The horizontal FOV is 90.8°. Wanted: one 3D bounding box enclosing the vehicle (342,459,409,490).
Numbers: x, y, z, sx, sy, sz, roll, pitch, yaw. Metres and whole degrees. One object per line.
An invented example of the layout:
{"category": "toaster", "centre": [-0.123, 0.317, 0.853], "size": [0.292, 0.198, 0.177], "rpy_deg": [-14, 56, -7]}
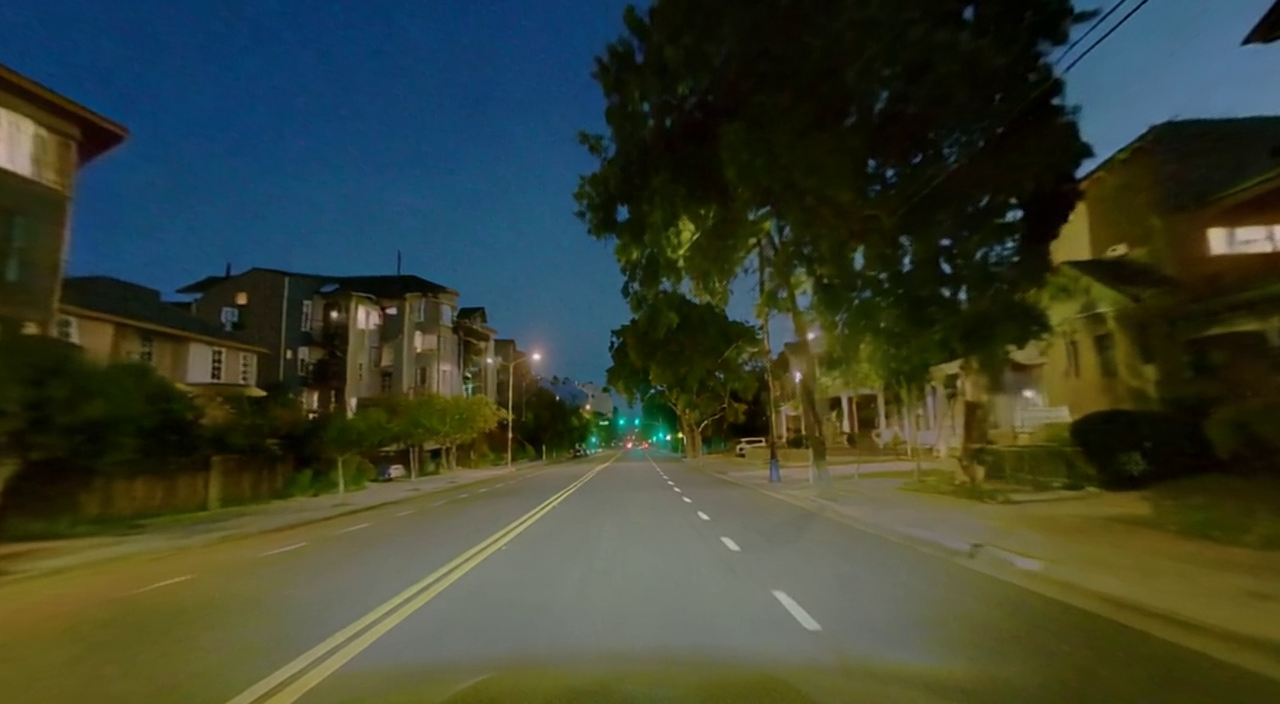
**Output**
{"category": "vehicle", "centre": [-15.480, 7.181, 37.262], "size": [2.124, 1.538, 4.237], "rpy_deg": [-1, -8, 0]}
